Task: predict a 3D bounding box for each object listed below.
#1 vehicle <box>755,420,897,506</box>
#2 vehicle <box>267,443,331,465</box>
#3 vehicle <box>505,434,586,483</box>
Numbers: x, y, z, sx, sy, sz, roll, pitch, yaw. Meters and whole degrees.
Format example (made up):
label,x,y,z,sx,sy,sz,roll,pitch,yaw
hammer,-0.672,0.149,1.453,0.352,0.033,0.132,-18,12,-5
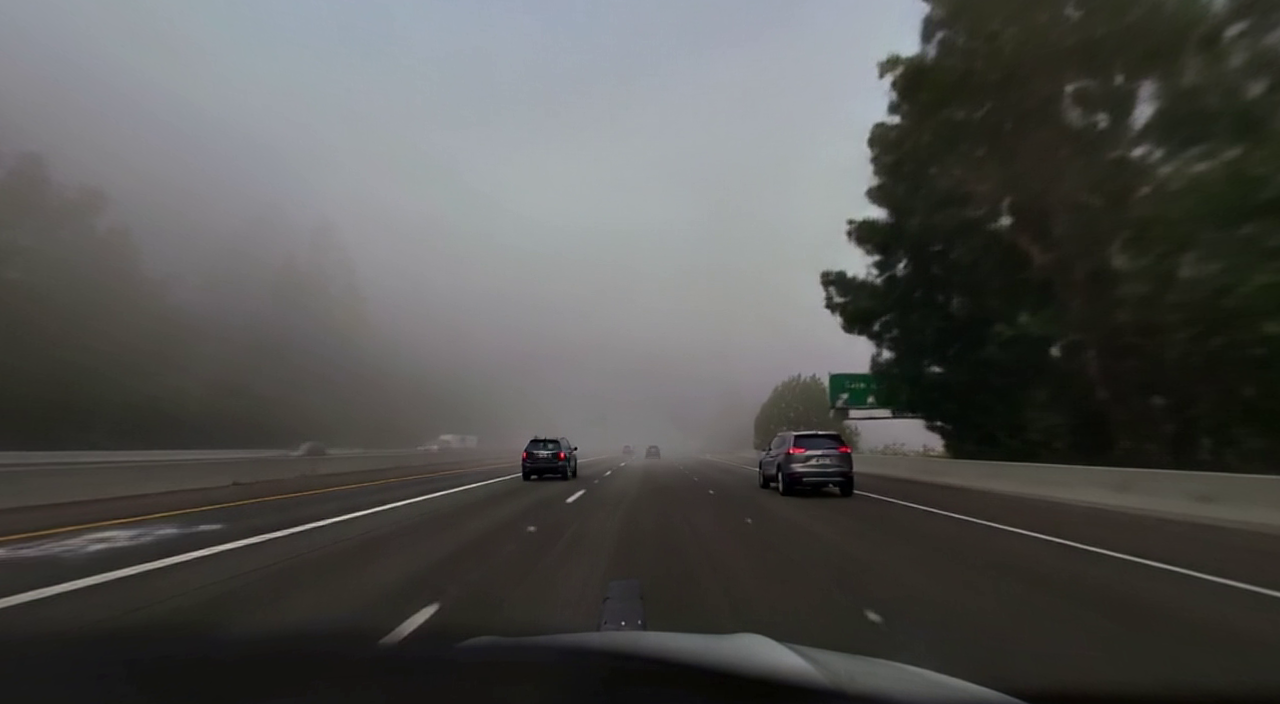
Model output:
label,x,y,z,sx,sy,sz,roll,pitch,yaw
vehicle,4.389,2.698,15.668,2.149,1.796,4.487,0,-8,0
vehicle,-24.448,7.312,45.218,1.845,1.484,4.753,0,-8,2
vehicle,-3.325,3.855,22.954,2.166,1.608,4.297,0,-8,2
